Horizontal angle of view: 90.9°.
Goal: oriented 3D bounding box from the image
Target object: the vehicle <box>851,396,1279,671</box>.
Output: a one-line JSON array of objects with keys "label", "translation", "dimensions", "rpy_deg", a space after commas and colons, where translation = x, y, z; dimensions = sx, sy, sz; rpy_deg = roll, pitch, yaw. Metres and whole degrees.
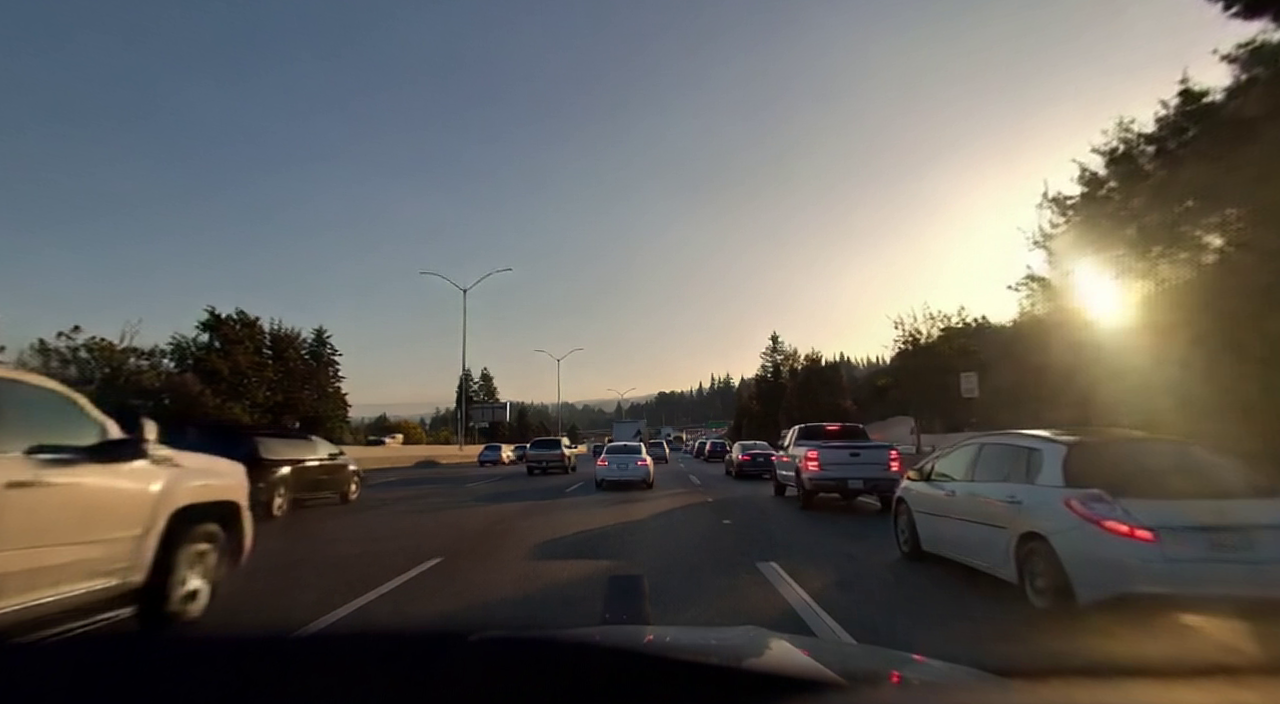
[{"label": "vehicle", "translation": [3.757, 1.369, 5.926], "dimensions": [1.984, 1.567, 4.475], "rpy_deg": [0, -8, 0]}]

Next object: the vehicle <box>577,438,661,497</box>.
[{"label": "vehicle", "translation": [-0.455, 3.156, 17.664], "dimensions": [2.070, 1.456, 4.029], "rpy_deg": [0, -8, 2]}]

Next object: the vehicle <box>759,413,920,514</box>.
[{"label": "vehicle", "translation": [3.992, 2.331, 13.590], "dimensions": [1.999, 1.777, 4.578], "rpy_deg": [0, -8, 1]}]

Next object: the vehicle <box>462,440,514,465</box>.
[{"label": "vehicle", "translation": [-9.885, 6.582, 41.398], "dimensions": [1.907, 1.508, 4.608], "rpy_deg": [-1, -8, 4]}]

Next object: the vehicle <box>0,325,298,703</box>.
[{"label": "vehicle", "translation": [-4.258, 0.752, 2.492], "dimensions": [2.395, 1.892, 5.995], "rpy_deg": [0, -8, 1]}]

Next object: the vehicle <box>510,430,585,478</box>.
[{"label": "vehicle", "translation": [-3.787, 4.319, 26.917], "dimensions": [2.110, 1.811, 5.585], "rpy_deg": [0, -8, 2]}]
